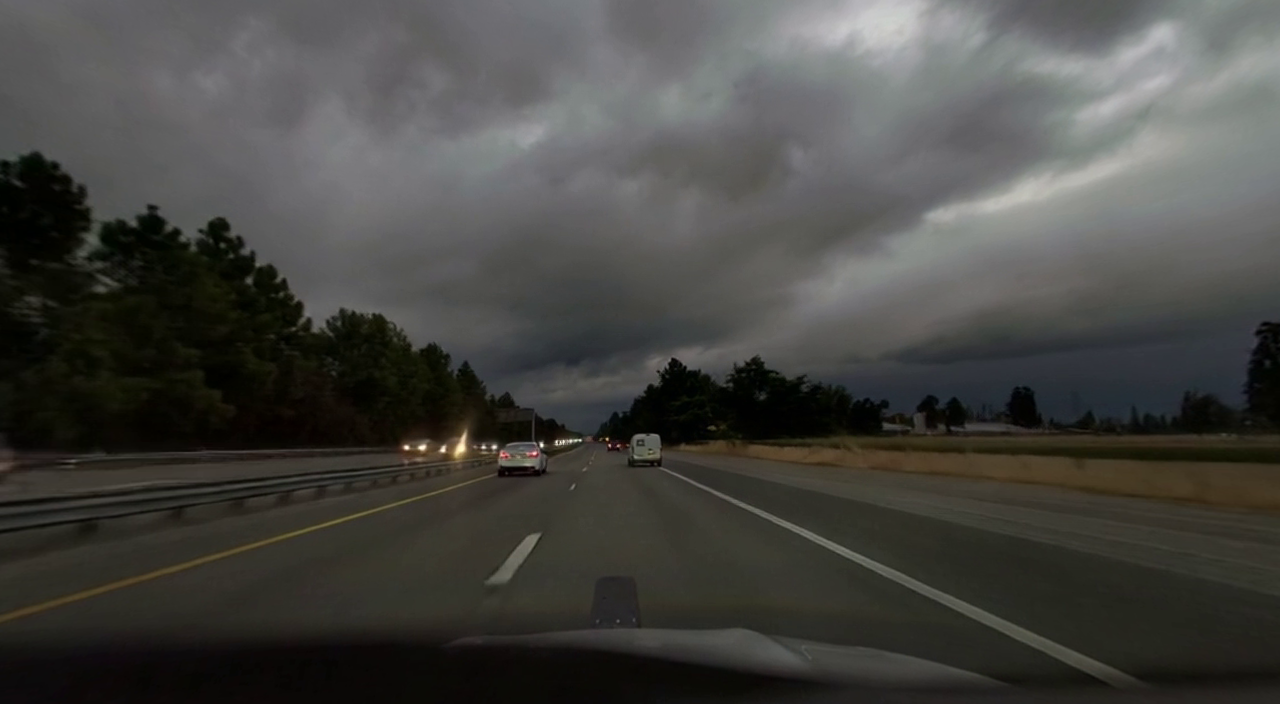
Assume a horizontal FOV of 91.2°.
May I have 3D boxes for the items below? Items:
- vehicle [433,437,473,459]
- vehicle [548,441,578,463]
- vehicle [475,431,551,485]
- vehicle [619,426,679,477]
[{"bbox_3d":[-14.688,7.593,49.499,1.915,1.638,4.443,0,-9,-2],"label":"vehicle"},{"bbox_3d":[-5.533,7.261,45.422,1.809,1.510,4.235,0,-9,-2],"label":"vehicle"},{"bbox_3d":[-4.422,3.759,22.444,1.963,1.711,4.284,0,-9,-2],"label":"vehicle"},{"bbox_3d":[0.267,4.173,26.378,2.179,1.930,4.538,0,-9,-3],"label":"vehicle"}]
